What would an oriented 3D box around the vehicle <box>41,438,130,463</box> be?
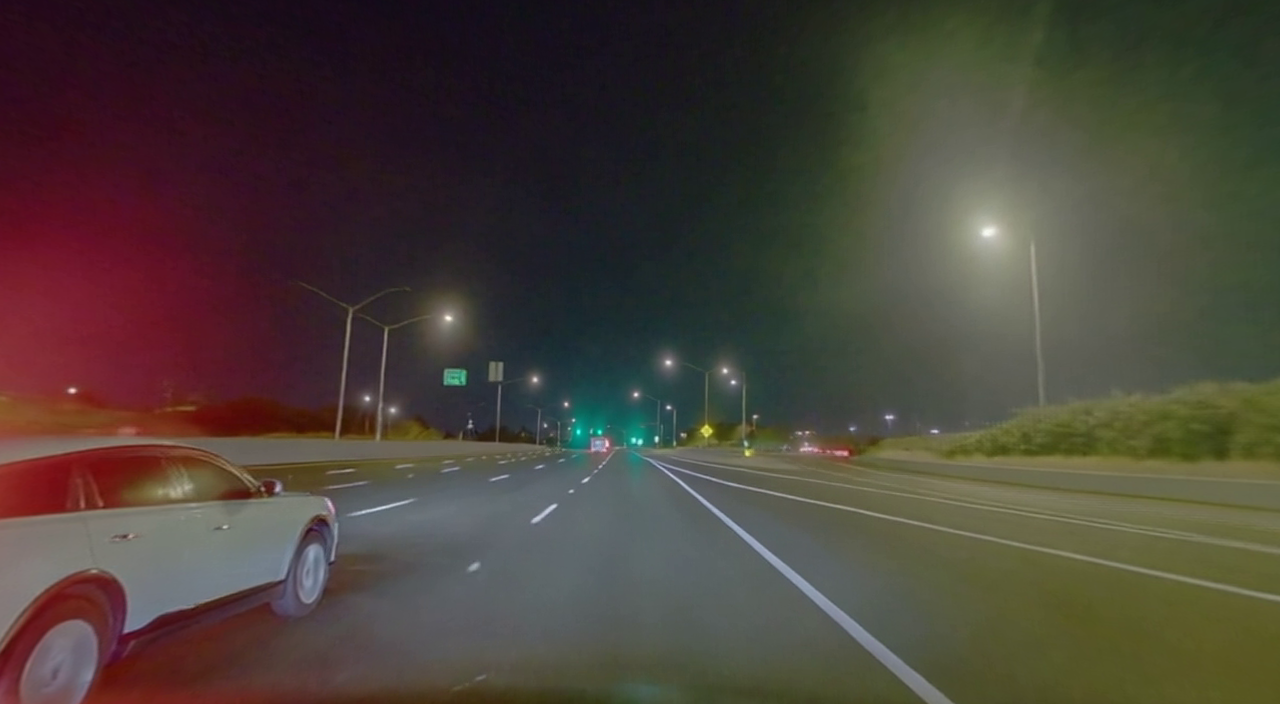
[{"bbox_3d":[-33.688,5.992,38.544,1.826,1.434,4.032,0,-8,-2],"label":"vehicle"}]
